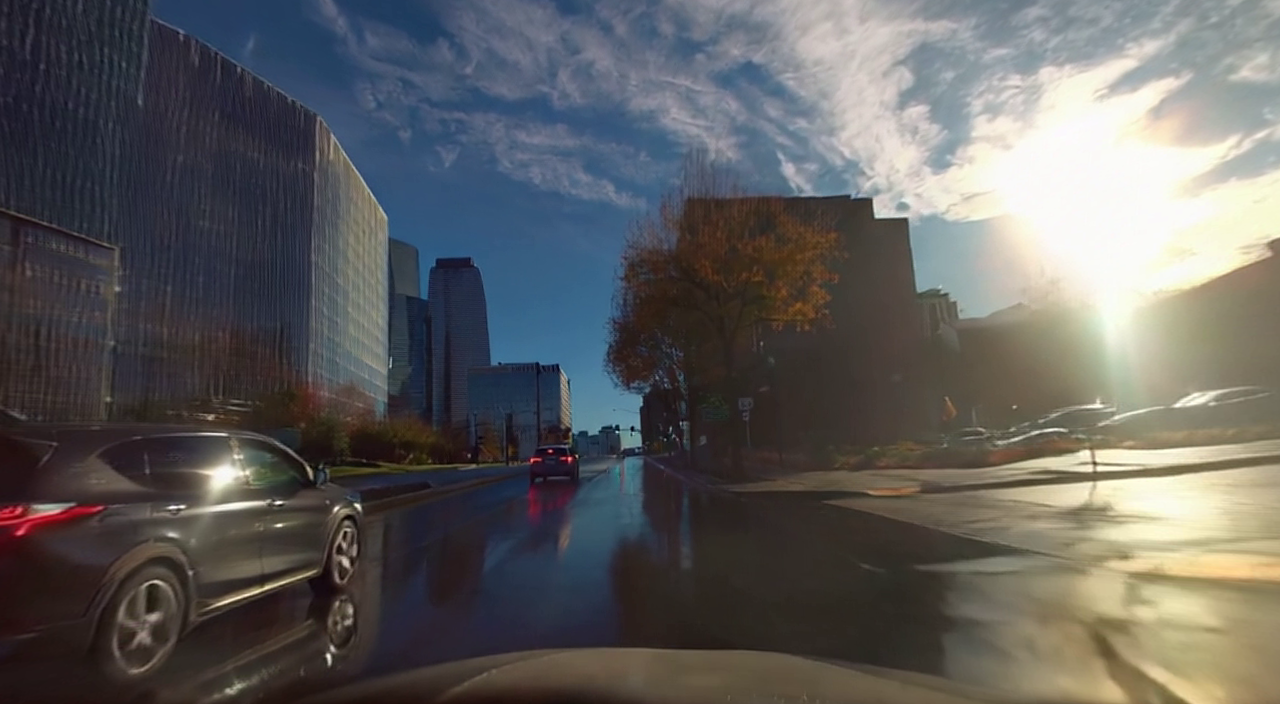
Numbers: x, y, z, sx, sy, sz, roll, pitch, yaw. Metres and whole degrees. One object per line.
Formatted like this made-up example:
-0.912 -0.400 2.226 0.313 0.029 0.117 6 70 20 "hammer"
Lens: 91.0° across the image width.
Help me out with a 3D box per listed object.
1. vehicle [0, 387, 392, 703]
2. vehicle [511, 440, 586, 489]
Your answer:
-4.313 1.420 5.726 2.169 1.741 4.588 0 -9 1 "vehicle"
-3.788 4.792 27.057 2.384 1.849 5.009 0 -9 1 "vehicle"
